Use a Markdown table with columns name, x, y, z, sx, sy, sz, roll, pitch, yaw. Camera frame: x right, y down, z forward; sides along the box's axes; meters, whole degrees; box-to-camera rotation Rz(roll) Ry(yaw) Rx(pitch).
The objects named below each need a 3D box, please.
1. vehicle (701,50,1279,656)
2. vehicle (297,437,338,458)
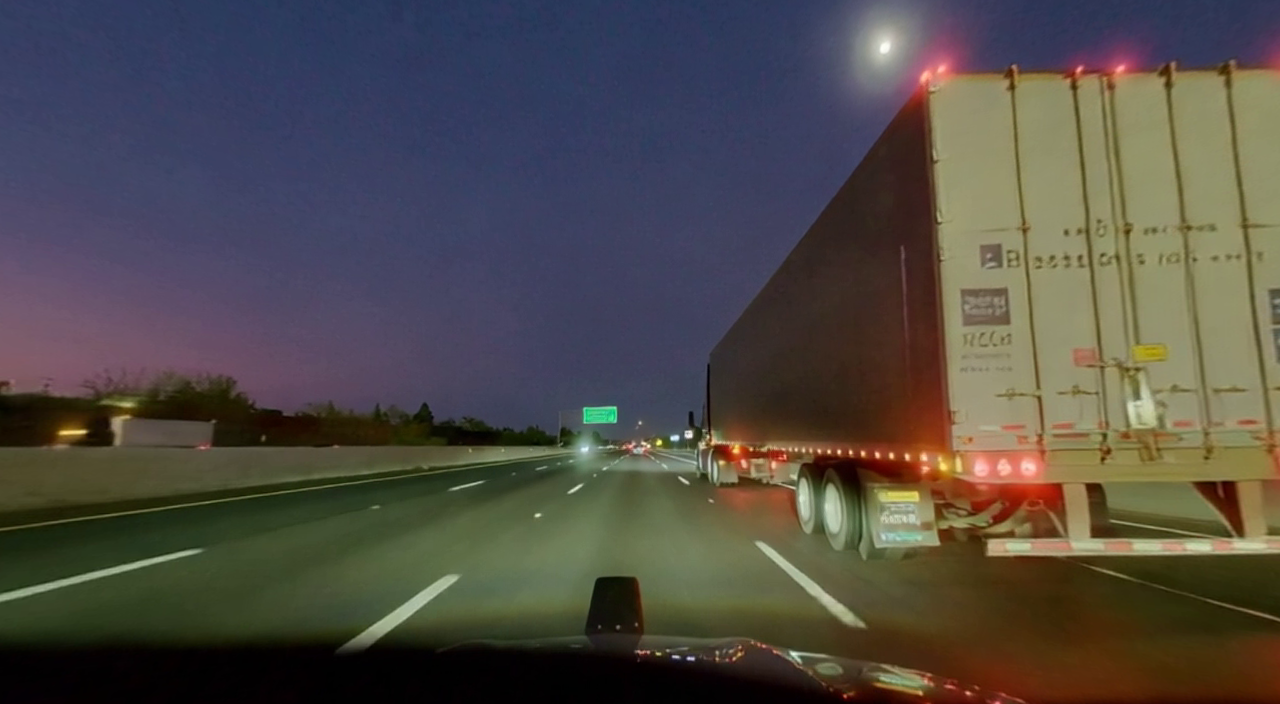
| name | x | y | z | sx | sy | sz | roll | pitch | yaw |
| --- | --- | --- | --- | --- | --- | --- | --- | --- | --- |
| vehicle | 3.498 | 1.094 | 12.410 | 2.743 | 4.160 | 16.408 | 0 | -9 | -1 |
| vehicle | -25.388 | 7.573 | 49.834 | 1.528 | 1.370 | 3.394 | -1 | -12 | -1 |
